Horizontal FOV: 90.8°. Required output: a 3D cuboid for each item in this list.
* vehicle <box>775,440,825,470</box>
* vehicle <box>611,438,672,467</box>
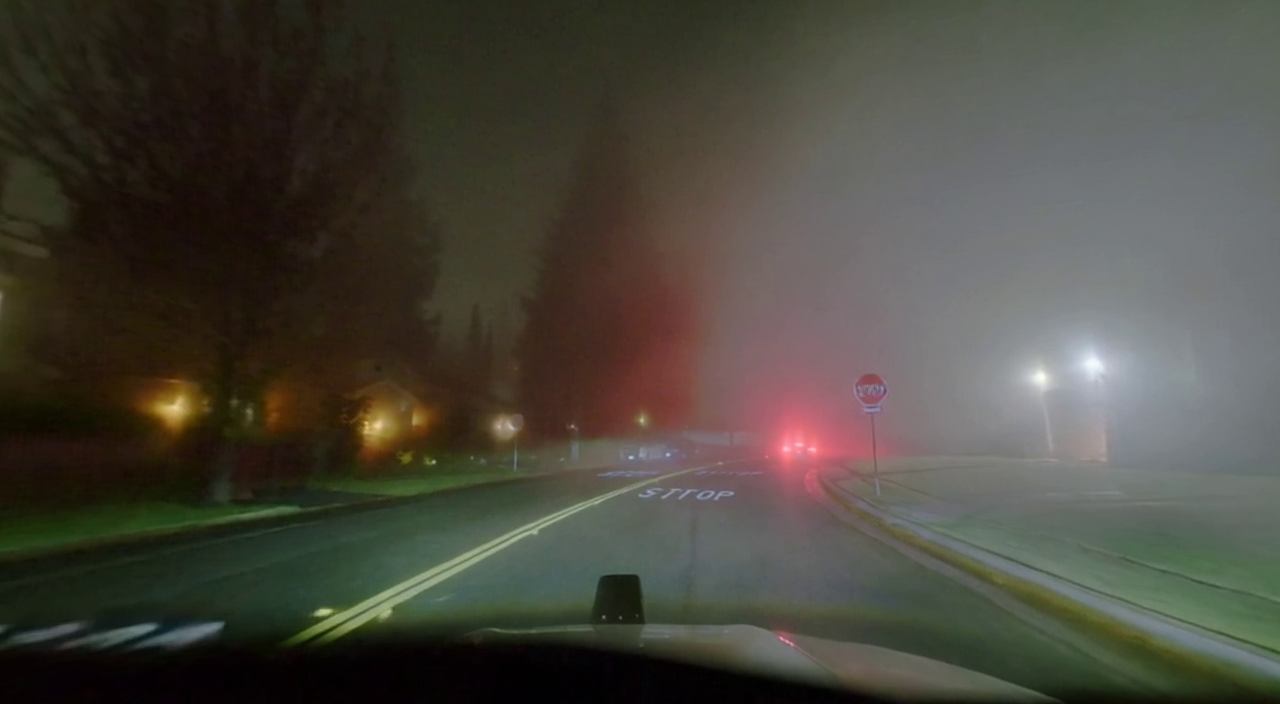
[{"bbox_3d":[8.721,5.549,34.185,2.045,1.478,4.914,-3,-9,20],"label":"vehicle"},{"bbox_3d":[0.179,6.234,39.388,2.030,1.696,4.828,-4,-9,23],"label":"vehicle"}]
